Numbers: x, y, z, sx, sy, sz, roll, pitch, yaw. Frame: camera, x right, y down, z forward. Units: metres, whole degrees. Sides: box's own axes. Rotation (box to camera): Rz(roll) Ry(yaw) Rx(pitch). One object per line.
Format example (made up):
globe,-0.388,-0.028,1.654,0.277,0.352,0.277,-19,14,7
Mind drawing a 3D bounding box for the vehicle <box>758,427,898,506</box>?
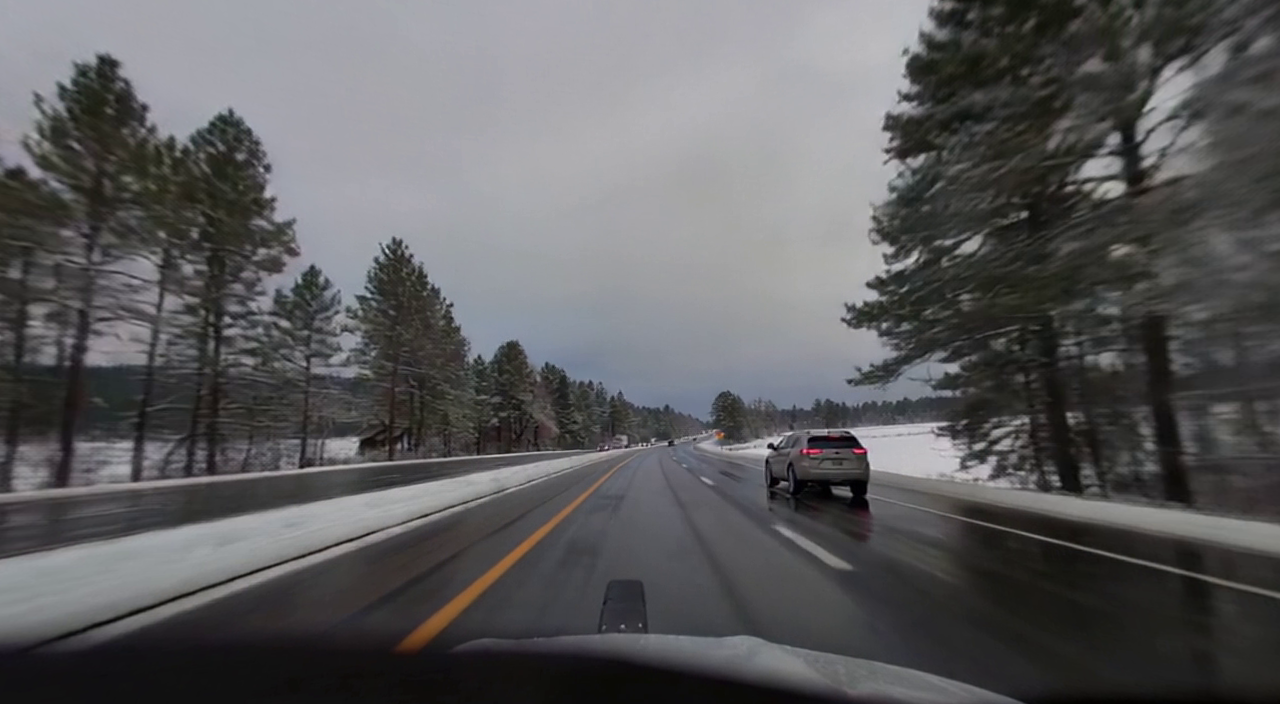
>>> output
vehicle,4.569,2.853,16.260,2.098,1.703,4.862,0,-8,0
